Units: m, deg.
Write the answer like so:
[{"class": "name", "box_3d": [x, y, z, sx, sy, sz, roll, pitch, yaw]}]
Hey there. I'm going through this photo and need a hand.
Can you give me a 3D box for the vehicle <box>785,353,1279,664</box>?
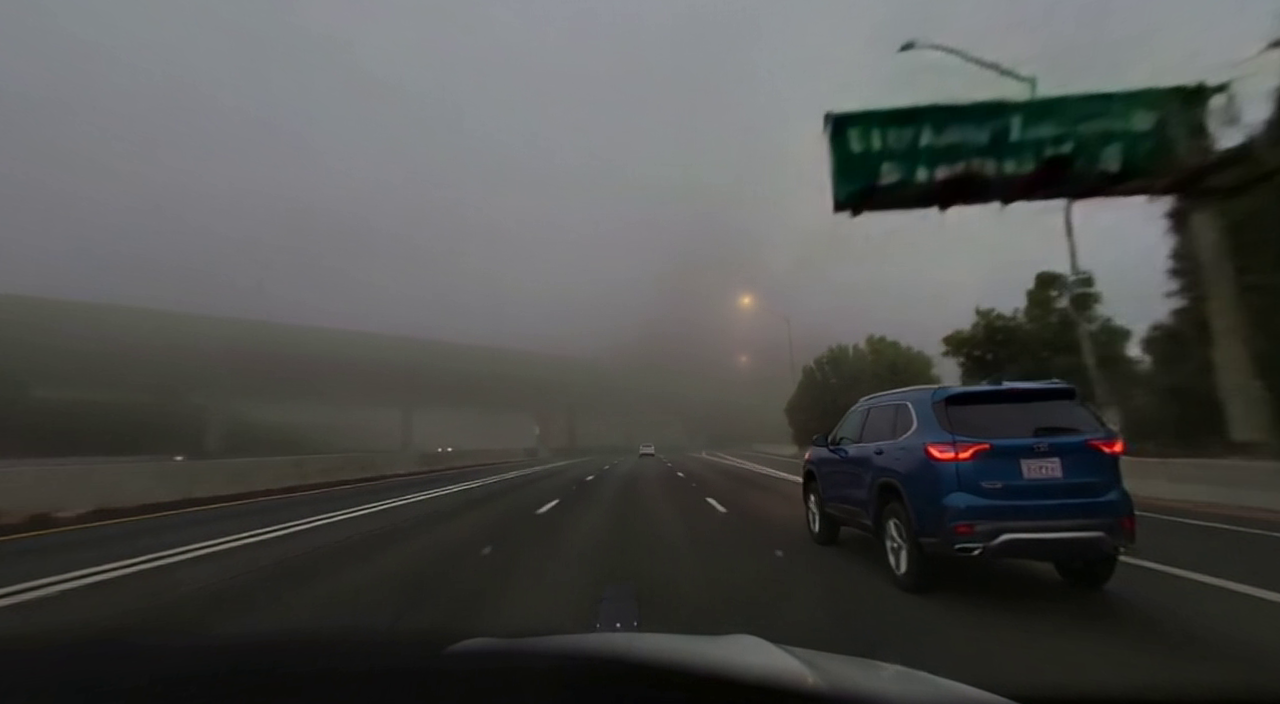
[{"class": "vehicle", "box_3d": [3.221, 1.304, 6.479, 2.155, 1.918, 4.945, 0, -8, -2]}]
